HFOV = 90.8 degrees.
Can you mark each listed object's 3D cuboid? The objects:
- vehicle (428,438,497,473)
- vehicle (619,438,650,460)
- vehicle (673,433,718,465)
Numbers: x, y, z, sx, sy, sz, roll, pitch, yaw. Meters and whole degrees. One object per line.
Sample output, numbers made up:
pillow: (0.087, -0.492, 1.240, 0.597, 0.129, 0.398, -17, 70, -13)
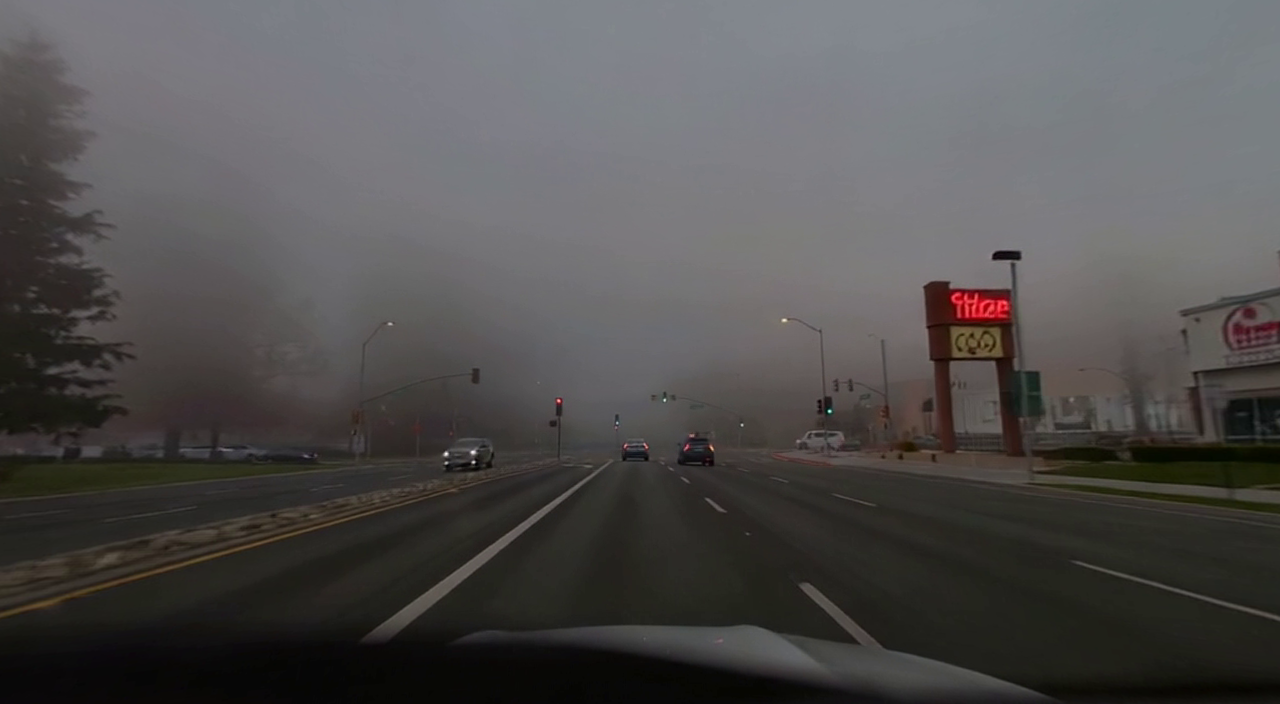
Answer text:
vehicle: (-8.295, 4.857, 29.871, 1.969, 1.526, 4.261, 0, -9, 1)
vehicle: (-0.339, 6.805, 44.225, 2.035, 1.474, 3.779, 0, -9, 1)
vehicle: (3.094, 5.549, 36.245, 2.103, 1.726, 4.385, 0, -9, -1)
